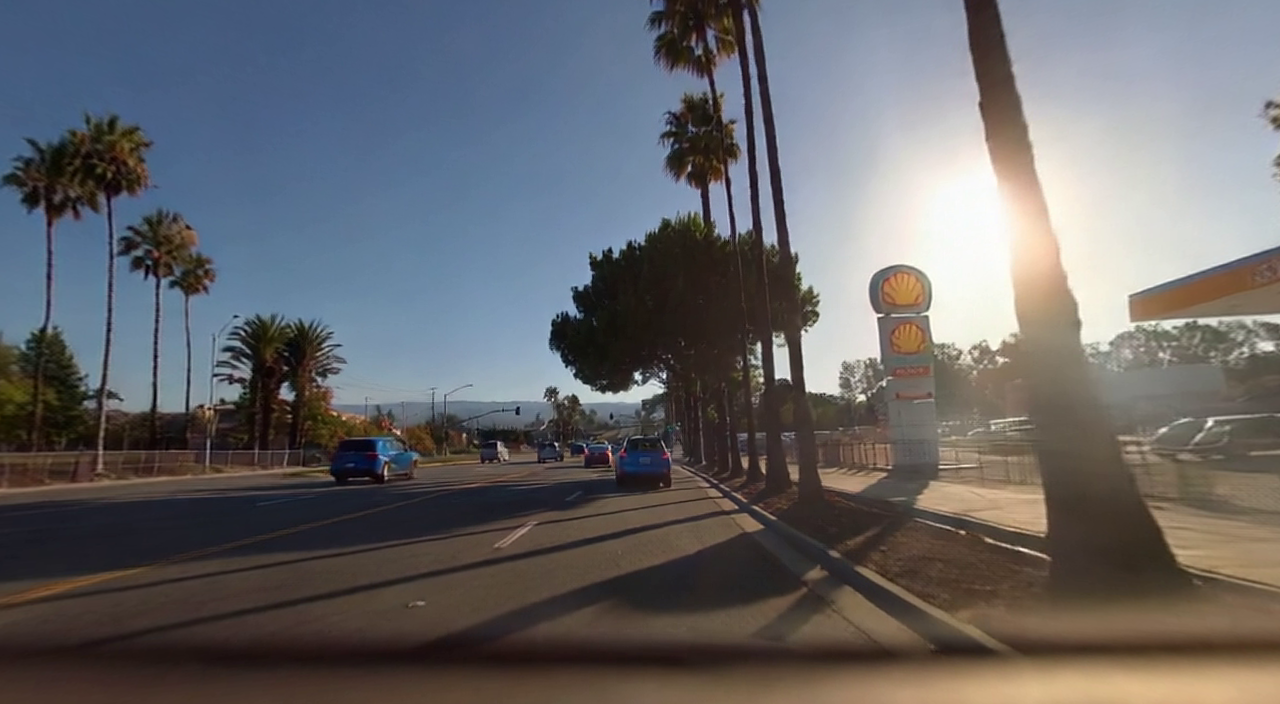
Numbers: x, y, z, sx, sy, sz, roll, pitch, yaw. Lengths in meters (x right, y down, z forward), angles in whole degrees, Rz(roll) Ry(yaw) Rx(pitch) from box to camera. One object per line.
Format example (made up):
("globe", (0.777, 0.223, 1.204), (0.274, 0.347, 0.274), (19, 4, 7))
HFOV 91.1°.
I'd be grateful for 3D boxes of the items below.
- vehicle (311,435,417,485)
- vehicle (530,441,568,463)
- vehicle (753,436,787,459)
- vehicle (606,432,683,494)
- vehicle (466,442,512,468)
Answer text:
("vehicle", (-10.405, 4.094, 24.069), (1.965, 1.743, 4.327), (0, -9, 1))
("vehicle", (-6.862, 7.598, 47.860), (2.099, 1.608, 4.420), (0, -8, 1))
("vehicle", (8.508, 6.215, 40.775), (1.837, 1.416, 3.947), (-2, -9, 15))
("vehicle", (0.181, 3.369, 19.400), (2.121, 1.710, 3.893), (0, -8, 2))
("vehicle", (-10.476, 7.172, 43.929), (1.998, 1.731, 4.952), (0, -8, 0))
